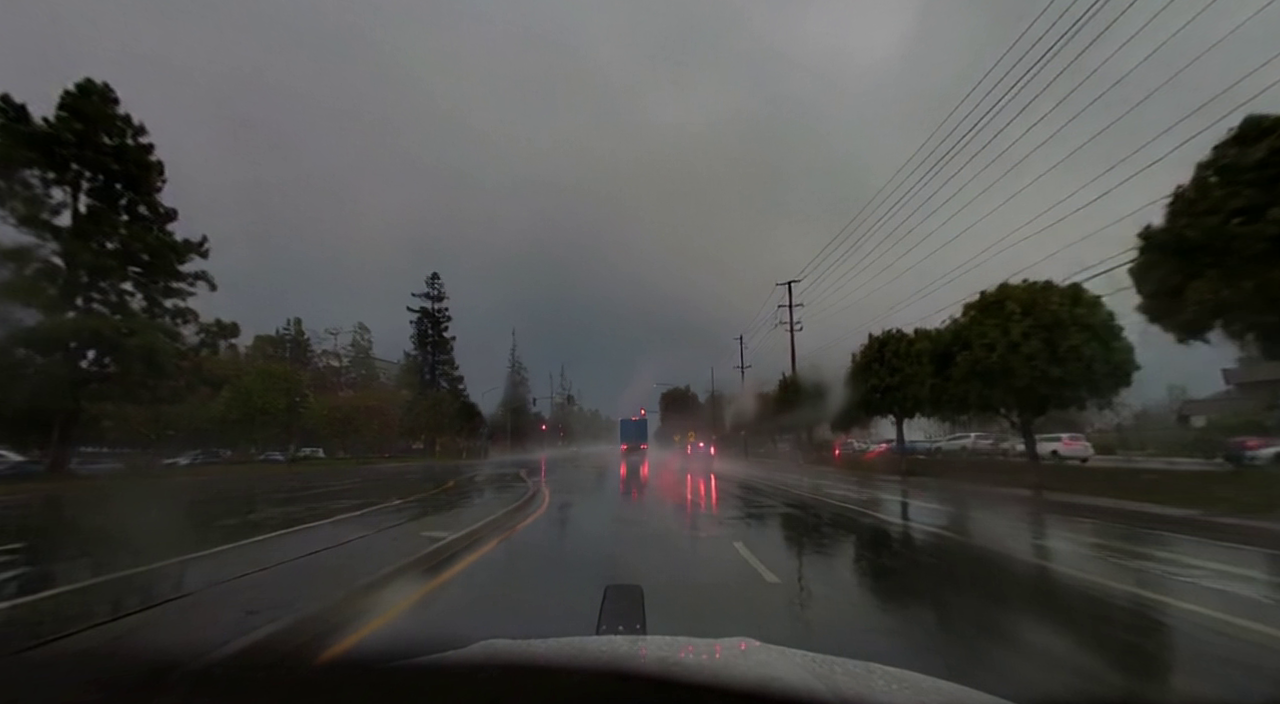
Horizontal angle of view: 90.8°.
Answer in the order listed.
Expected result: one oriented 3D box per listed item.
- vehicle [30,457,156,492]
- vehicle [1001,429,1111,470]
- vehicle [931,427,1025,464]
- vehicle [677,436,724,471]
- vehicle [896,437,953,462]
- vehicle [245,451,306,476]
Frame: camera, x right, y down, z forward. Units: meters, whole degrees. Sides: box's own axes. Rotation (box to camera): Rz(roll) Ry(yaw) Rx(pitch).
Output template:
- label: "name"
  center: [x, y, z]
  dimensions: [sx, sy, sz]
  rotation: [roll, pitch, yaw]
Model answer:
- label: "vehicle"
  center: [-26.114, 5.832, 30.439]
  dimensions: [1.883, 1.482, 4.779]
  rotation: [0, -8, -2]
- label: "vehicle"
  center: [20.533, 4.850, 31.538]
  dimensions: [1.993, 1.854, 5.008]
  rotation: [0, -8, -1]
- label: "vehicle"
  center: [20.585, 5.774, 38.869]
  dimensions: [2.529, 2.086, 5.902]
  rotation: [0, -9, 1]
- label: "vehicle"
  center: [3.329, 5.708, 35.734]
  dimensions: [2.086, 1.803, 4.607]
  rotation: [0, -8, -1]
- label: "vehicle"
  center: [20.584, 7.057, 45.908]
  dimensions: [1.917, 1.682, 4.575]
  rotation: [0, -8, 0]
- label: "vehicle"
  center: [-26.318, 8.030, 45.765]
  dimensions: [2.188, 1.669, 4.546]
  rotation: [1, -9, -8]
